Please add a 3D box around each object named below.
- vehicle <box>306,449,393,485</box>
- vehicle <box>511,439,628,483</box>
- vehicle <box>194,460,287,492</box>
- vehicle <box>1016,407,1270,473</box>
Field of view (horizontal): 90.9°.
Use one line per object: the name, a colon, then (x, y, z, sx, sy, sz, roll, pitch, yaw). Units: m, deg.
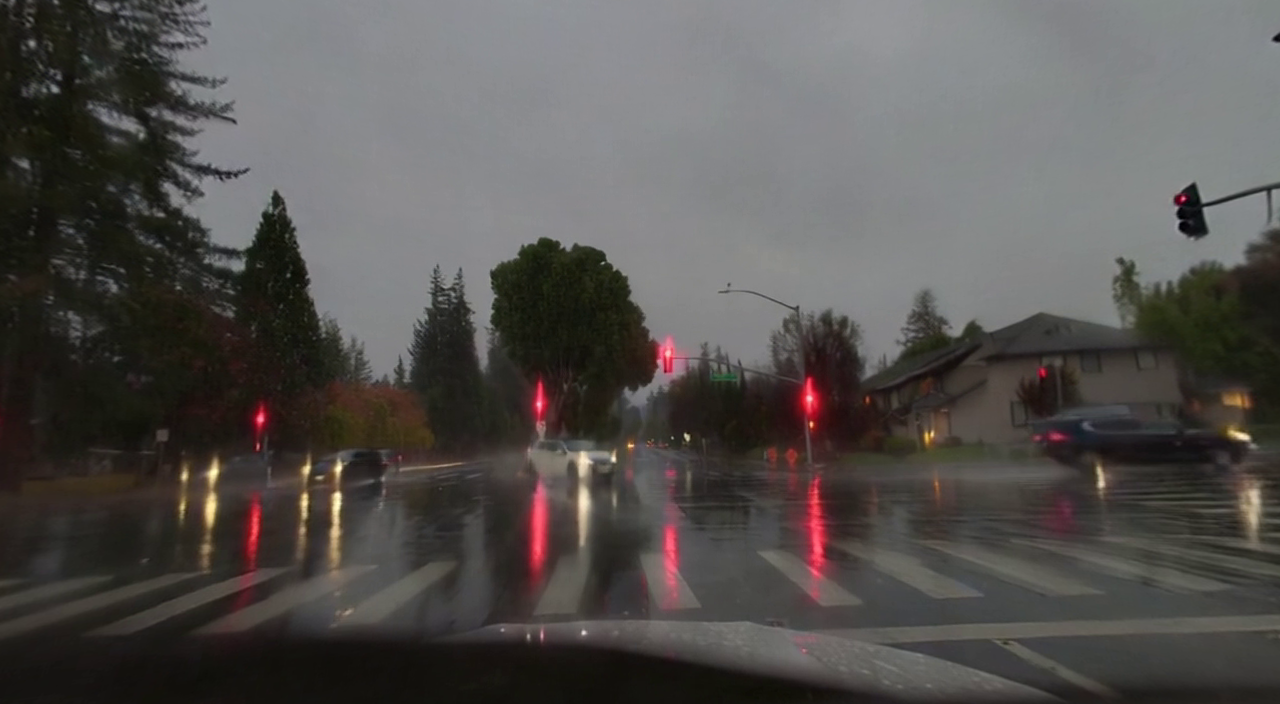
vehicle: (-13.564, 5.376, 29.746, 1.973, 1.511, 4.299, 0, -9, 1)
vehicle: (-2.793, 4.134, 24.122, 2.017, 1.496, 4.749, 7, -12, -41)
vehicle: (-20.860, 6.457, 33.178, 1.872, 1.455, 4.576, 0, -9, 0)
vehicle: (14.185, 2.554, 18.132, 5.188, 1.731, 2.191, -1, -9, 7)
